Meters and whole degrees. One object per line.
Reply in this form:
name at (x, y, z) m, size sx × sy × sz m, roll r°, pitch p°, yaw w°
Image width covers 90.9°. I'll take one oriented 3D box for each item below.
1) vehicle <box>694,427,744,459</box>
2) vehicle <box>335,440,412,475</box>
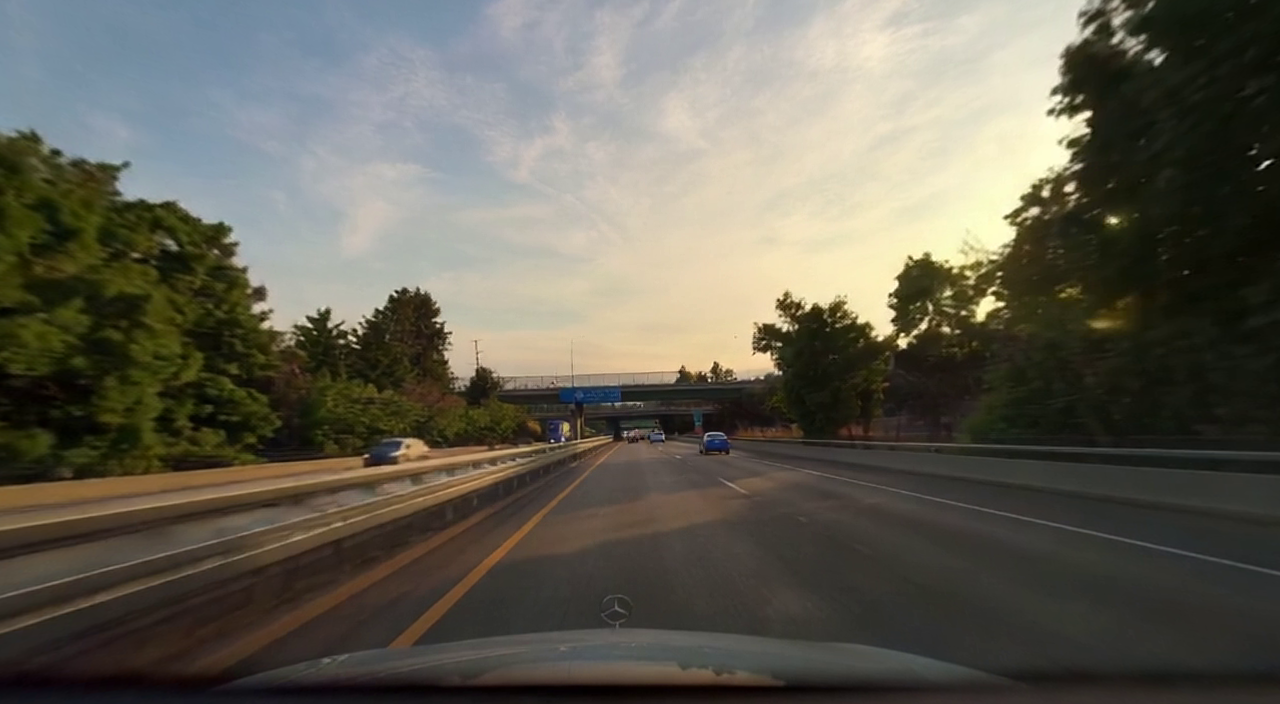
vehicle at (4.294, 4.982, 34.741) m, size 2.073 × 1.651 × 4.065 m, roll 0°, pitch -8°, yaw -2°
vehicle at (-12.586, 4.964, 30.073) m, size 1.852 × 1.492 × 4.463 m, roll 0°, pitch -8°, yaw -1°
